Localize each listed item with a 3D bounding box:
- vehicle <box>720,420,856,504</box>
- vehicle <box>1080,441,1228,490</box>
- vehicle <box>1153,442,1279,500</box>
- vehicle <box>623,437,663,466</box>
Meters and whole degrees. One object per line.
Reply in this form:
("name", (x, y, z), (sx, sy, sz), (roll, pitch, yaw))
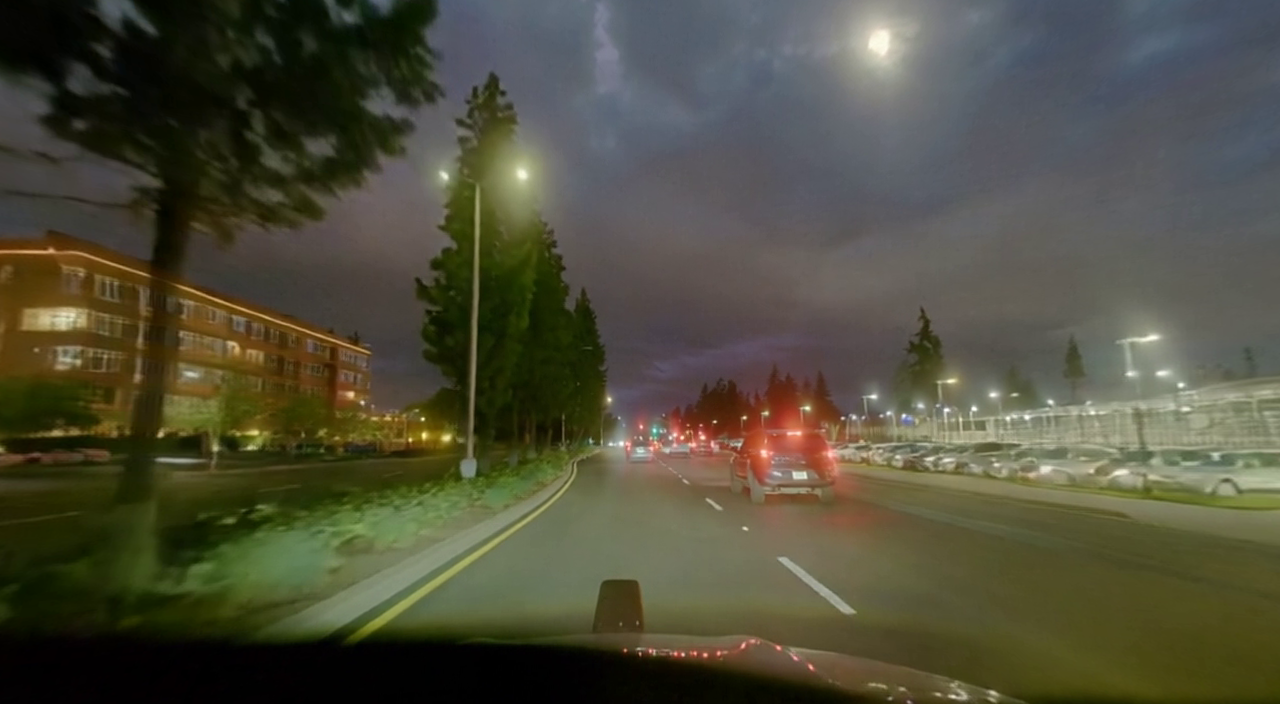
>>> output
("vehicle", (3.534, 2.775, 16.263), (2.235, 1.806, 4.818), (0, -9, -1))
("vehicle", (17.349, 3.770, 21.316), (4.578, 1.477, 2.067), (4, -10, -27))
("vehicle", (17.539, 3.413, 18.459), (3.958, 1.524, 2.061), (3, -9, -20))
("vehicle", (0.147, 5.694, 36.280), (2.145, 1.572, 4.021), (0, -9, -1))
